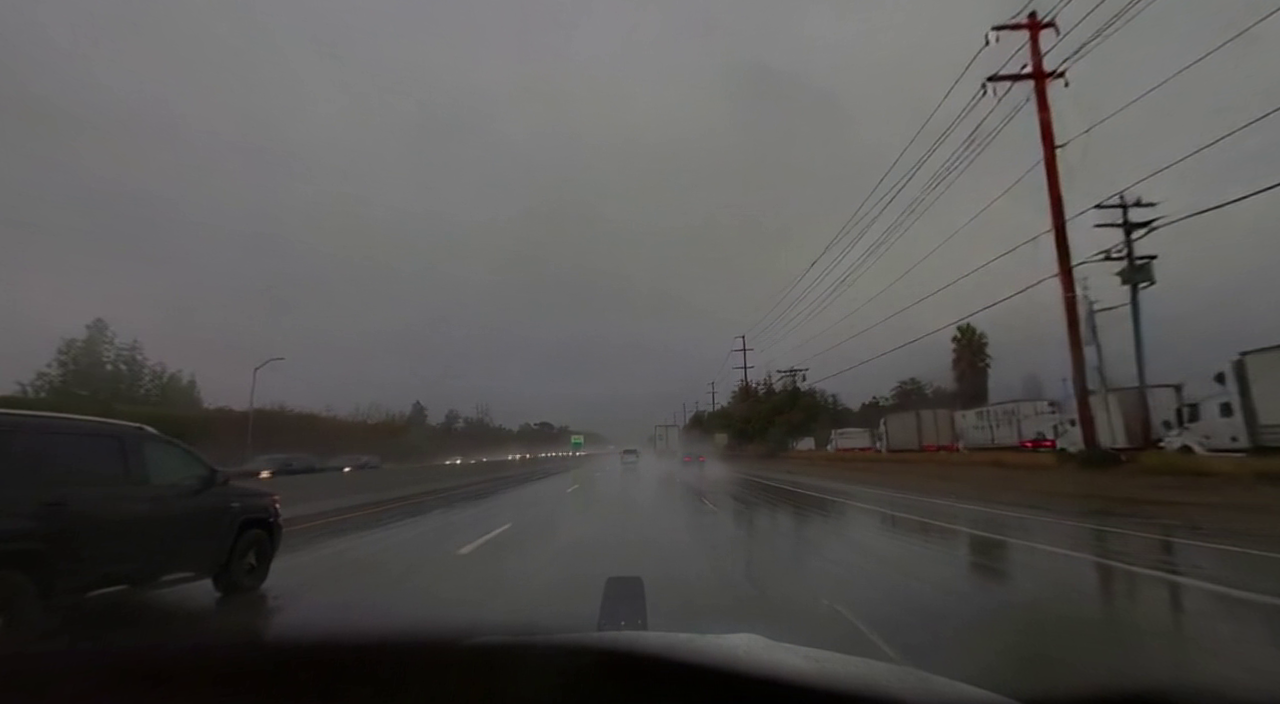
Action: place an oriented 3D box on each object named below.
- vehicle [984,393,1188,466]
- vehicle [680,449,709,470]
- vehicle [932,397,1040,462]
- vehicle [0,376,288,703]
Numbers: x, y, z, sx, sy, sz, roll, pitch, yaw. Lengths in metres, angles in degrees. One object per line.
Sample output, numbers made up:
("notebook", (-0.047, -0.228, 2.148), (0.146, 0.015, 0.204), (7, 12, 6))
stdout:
("vehicle", (32.226, 6.000, 47.417), (3.127, 4.337, 16.355), (-3, -8, -1))
("vehicle", (4.011, 7.981, 46.895), (1.779, 1.512, 3.517), (0, -9, 0))
("vehicle", (23.424, 5.407, 43.252), (2.871, 3.908, 7.556), (-3, -9, 1))
("vehicle", (-4.234, 1.018, 3.355), (2.018, 1.710, 4.649), (0, -9, 0))
